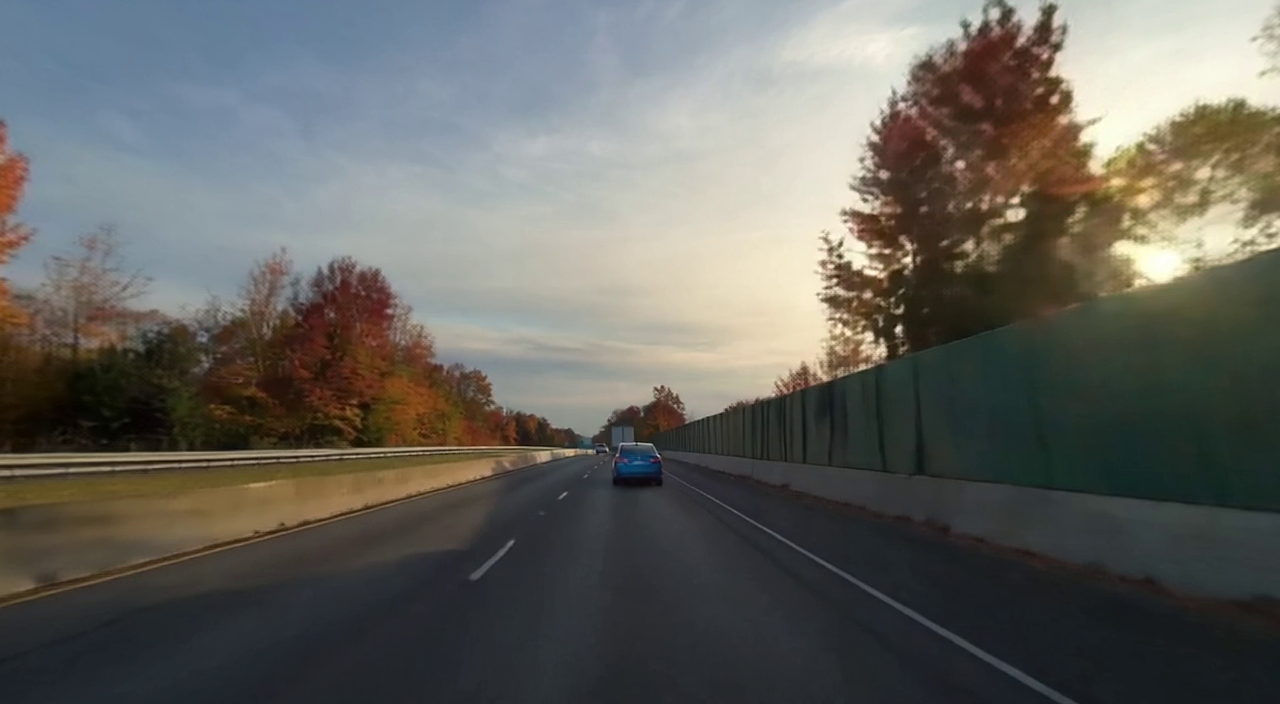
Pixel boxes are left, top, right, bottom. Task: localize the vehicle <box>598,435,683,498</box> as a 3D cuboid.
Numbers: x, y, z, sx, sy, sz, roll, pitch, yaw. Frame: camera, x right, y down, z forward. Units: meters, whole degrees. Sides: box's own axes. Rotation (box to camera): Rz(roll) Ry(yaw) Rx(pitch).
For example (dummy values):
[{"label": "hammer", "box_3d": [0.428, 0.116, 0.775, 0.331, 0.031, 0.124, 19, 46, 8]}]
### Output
[{"label": "vehicle", "box_3d": [-0.065, 3.073, 17.322, 2.057, 1.516, 4.065, 1, -8, -2]}]
